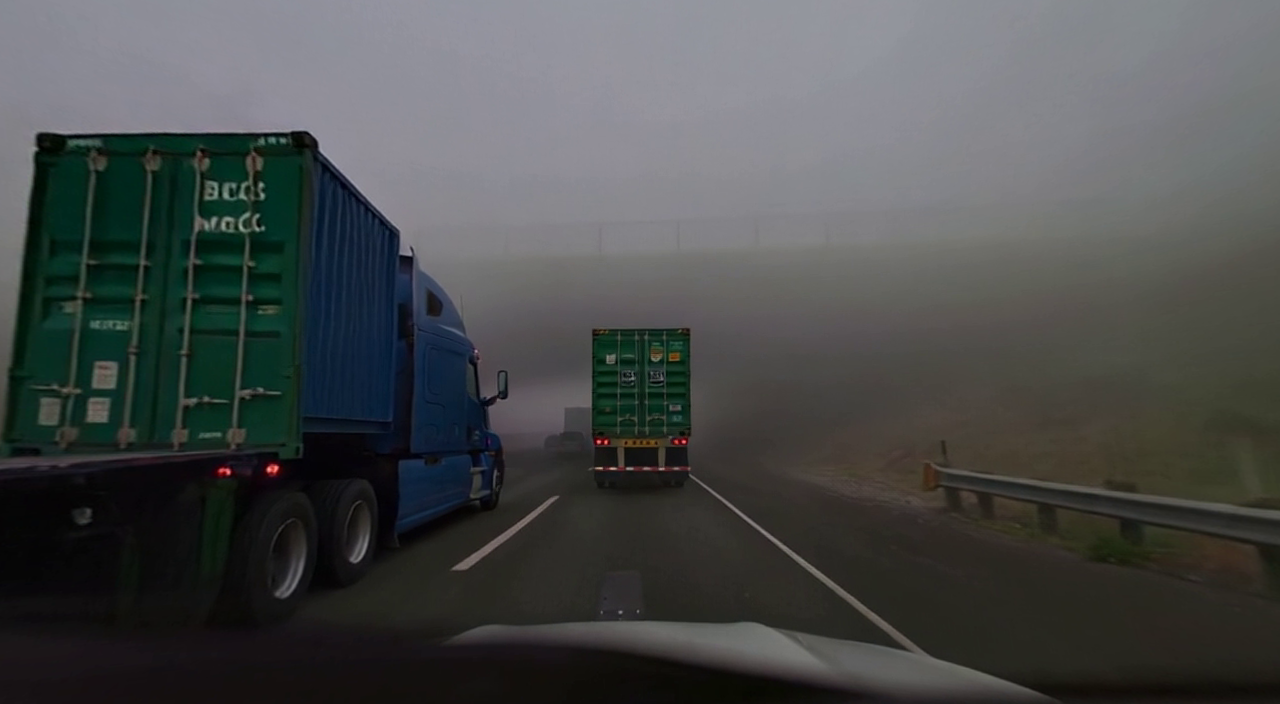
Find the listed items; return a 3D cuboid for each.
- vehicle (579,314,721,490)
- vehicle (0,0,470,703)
[{"bbox_3d":[0.185,1.710,18.938,3.357,4.212,7.519,0,-9,-1],"label":"vehicle"},{"bbox_3d":[-3.667,-0.527,1.198,2.873,4.198,13.317,0,-9,1],"label":"vehicle"}]
